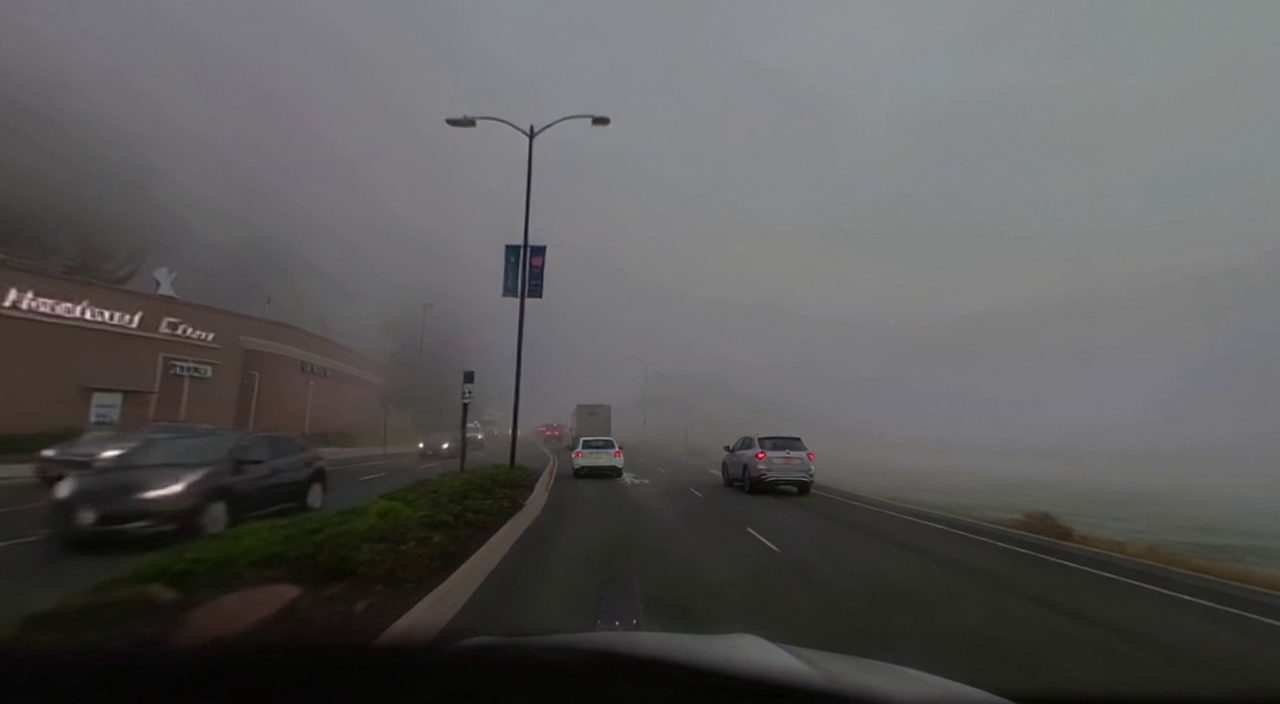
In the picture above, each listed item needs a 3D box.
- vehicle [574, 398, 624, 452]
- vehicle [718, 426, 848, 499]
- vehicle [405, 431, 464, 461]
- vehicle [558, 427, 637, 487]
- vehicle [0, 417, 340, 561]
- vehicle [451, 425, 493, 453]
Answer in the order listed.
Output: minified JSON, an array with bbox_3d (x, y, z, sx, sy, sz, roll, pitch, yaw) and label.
[{"bbox_3d":[-3.001,5.201,44.404,2.917,3.482,6.946,1,-8,-8],"label":"vehicle"},{"bbox_3d":[3.181,2.531,14.904,1.889,1.480,3.876,1,-8,-5],"label":"vehicle"},{"bbox_3d":[-10.928,5.032,33.795,1.993,1.482,4.420,1,-8,-5],"label":"vehicle"},{"bbox_3d":[-1.268,2.883,17.633,1.991,1.472,3.518,1,-8,-7],"label":"vehicle"},{"bbox_3d":[-6.418,1.756,8.996,1.984,1.486,4.708,0,-8,-1],"label":"vehicle"},{"bbox_3d":[-12.453,6.491,47.003,2.165,1.966,5.251,1,-8,-6],"label":"vehicle"}]
